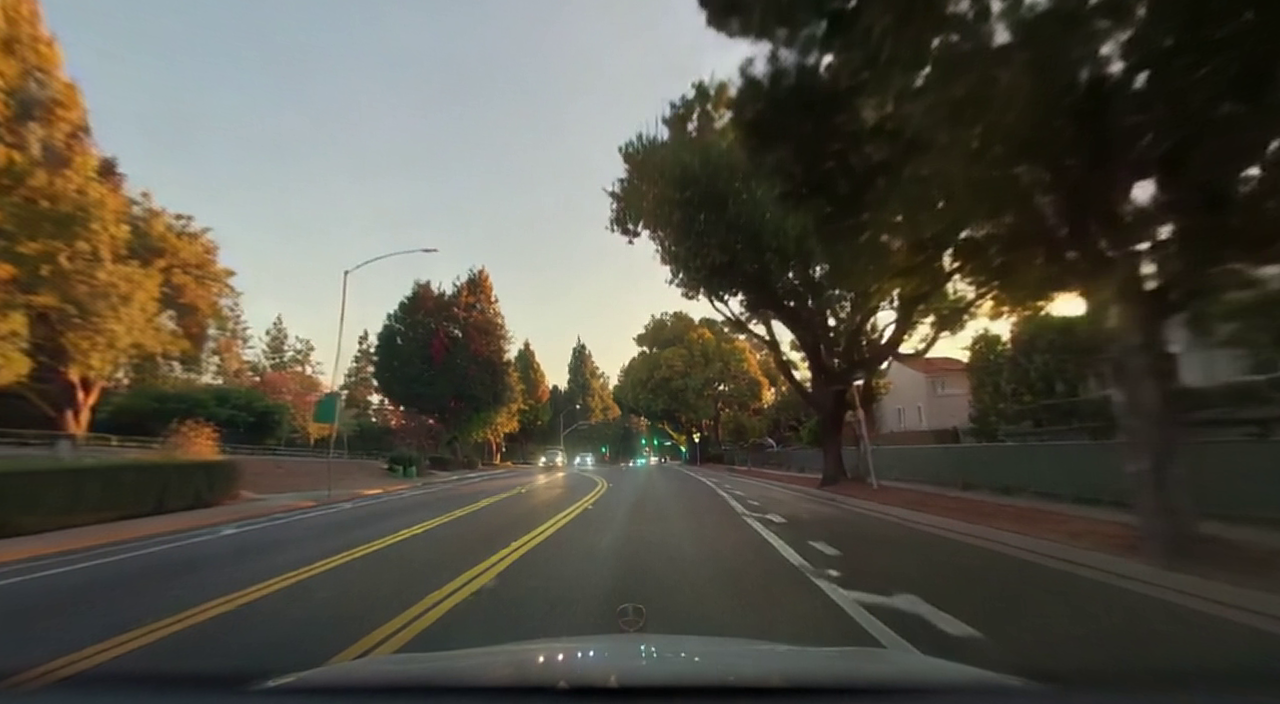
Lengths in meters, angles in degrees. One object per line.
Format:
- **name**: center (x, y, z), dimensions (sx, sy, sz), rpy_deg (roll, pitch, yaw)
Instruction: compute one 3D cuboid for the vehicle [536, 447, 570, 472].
- **vehicle**: center (-6.368, 7.953, 46.765), dimensions (1.972, 1.684, 4.144), rpy_deg (0, -8, 0)
